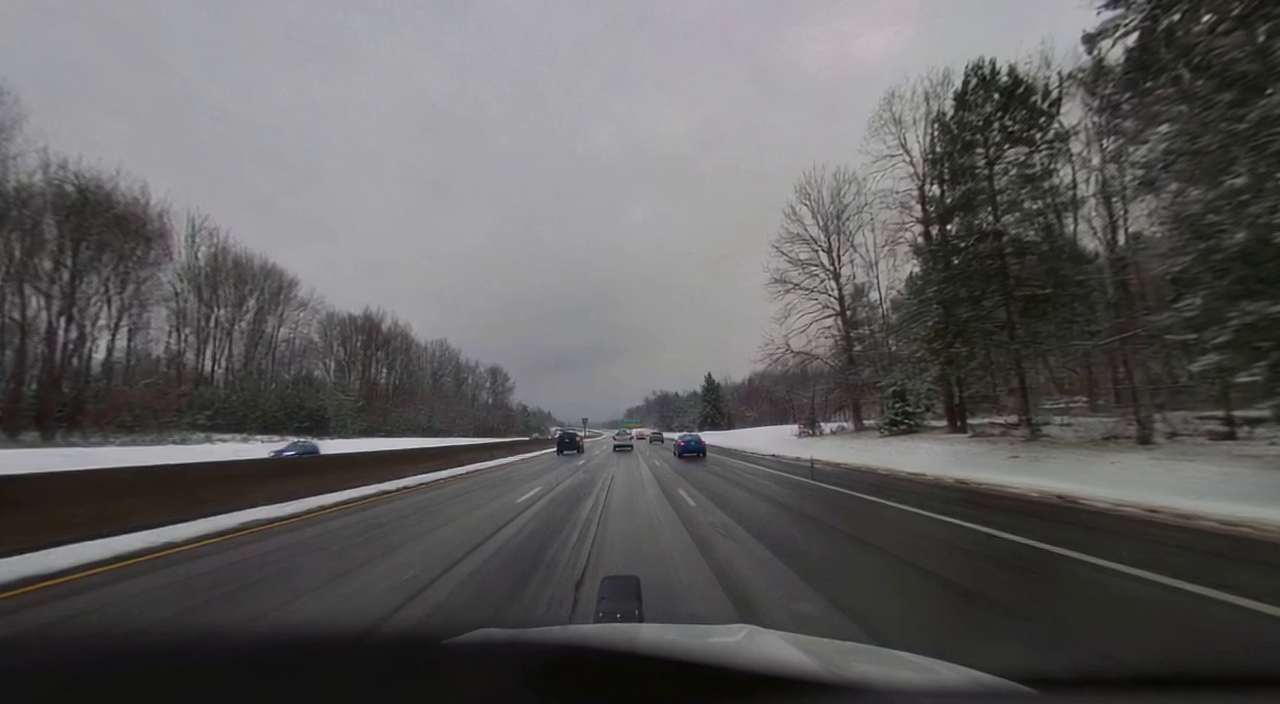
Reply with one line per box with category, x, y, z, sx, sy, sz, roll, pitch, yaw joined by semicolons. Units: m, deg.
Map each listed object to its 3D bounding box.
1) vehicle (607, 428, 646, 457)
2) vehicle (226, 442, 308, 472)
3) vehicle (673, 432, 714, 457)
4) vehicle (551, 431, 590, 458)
vehicle;-0.809;5.439;37.908;2.182;1.680;4.253;0;-8;-1
vehicle;-21.281;5.982;36.129;1.869;1.532;4.584;0;-8;0
vehicle;3.284;5.753;39.368;2.056;1.479;4.660;0;-8;-1
vehicle;-4.230;5.662;38.732;2.041;1.546;4.080;0;-8;-1
